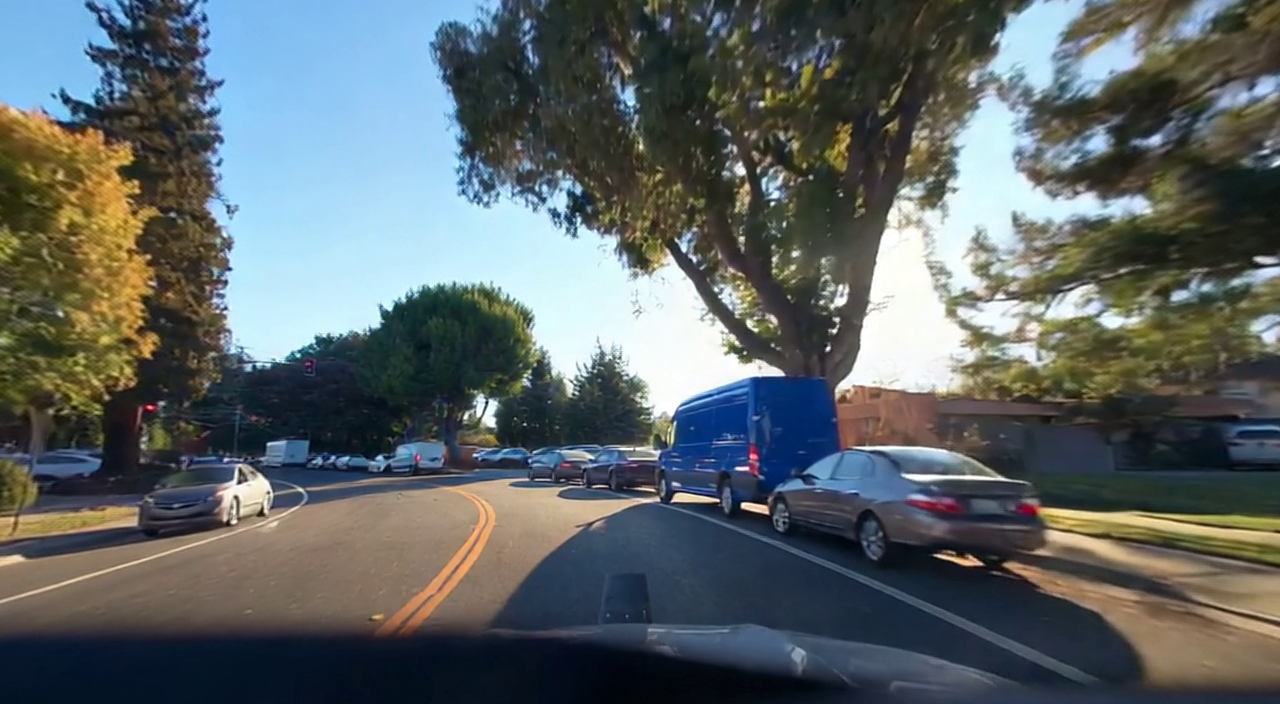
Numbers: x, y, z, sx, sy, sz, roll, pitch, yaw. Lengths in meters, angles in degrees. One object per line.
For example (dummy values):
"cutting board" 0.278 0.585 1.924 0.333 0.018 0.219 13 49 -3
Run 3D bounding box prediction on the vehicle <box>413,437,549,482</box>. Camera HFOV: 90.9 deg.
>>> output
"vehicle" -9.408 6.125 36.052 3.041 2.164 10.370 5 -11 -41

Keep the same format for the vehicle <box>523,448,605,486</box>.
"vehicle" -3.433 4.968 27.615 1.957 1.479 4.554 5 -10 -29

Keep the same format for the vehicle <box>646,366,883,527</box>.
"vehicle" 2.217 2.126 14.268 2.406 2.689 6.916 2 -9 -15

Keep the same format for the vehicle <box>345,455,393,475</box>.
"vehicle" -20.714 8.586 48.067 1.804 1.453 4.462 8 -12 -44

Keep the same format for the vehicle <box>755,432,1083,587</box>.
"vehicle" 3.165 1.859 8.390 1.891 1.466 4.362 1 -9 -8

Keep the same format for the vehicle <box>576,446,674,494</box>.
"vehicle" -0.661 3.993 21.809 1.961 1.456 4.569 3 -9 -20

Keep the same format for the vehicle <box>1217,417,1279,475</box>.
"vehicle" 19.841 2.961 20.060 1.830 1.648 4.635 -11 -13 43

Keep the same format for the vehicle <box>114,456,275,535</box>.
"vehicle" -10.156 3.228 14.758 1.985 1.485 3.820 3 -9 -18
